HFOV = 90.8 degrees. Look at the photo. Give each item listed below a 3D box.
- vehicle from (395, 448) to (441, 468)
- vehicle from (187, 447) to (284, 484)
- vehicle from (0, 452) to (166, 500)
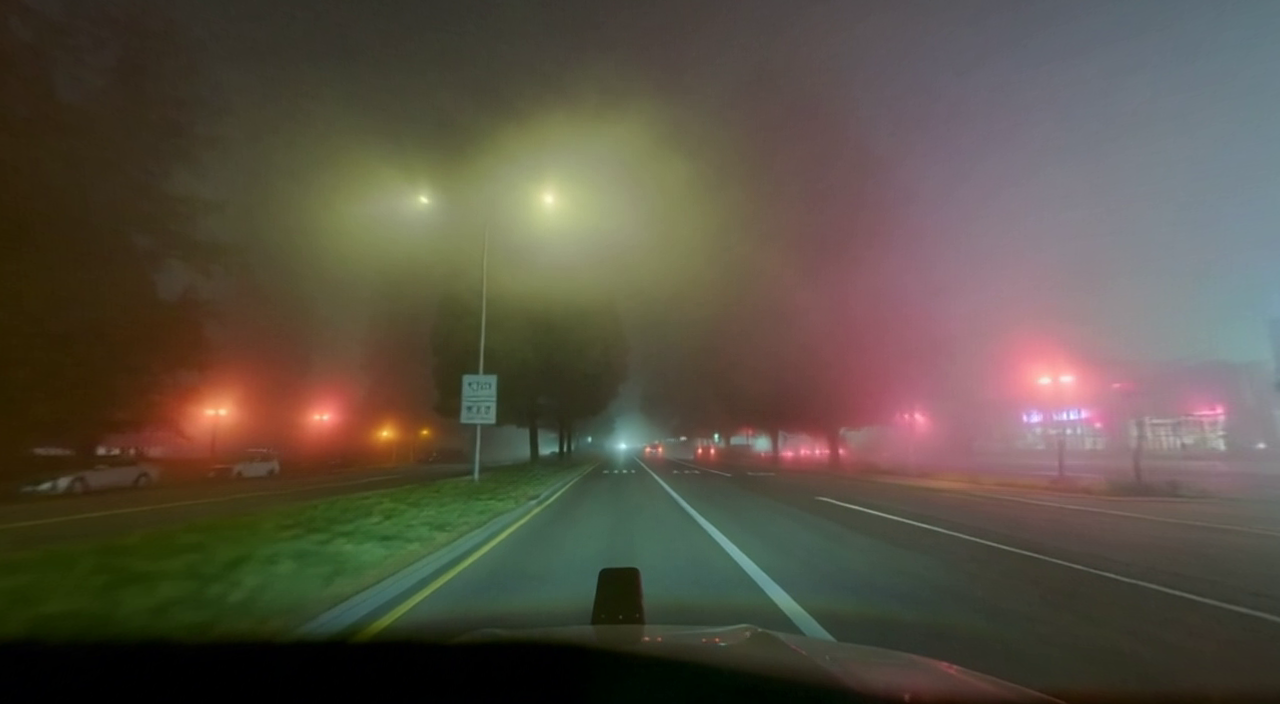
[{"bbox_3d":[-17.168,8.211,49.081,1.961,1.480,4.520,0,-9,0],"label":"vehicle"},{"bbox_3d":[-20.079,5.615,31.602,1.957,1.643,4.460,0,-8,-1],"label":"vehicle"},{"bbox_3d":[-19.756,4.346,22.621,1.915,1.477,4.773,0,-9,-1],"label":"vehicle"}]
